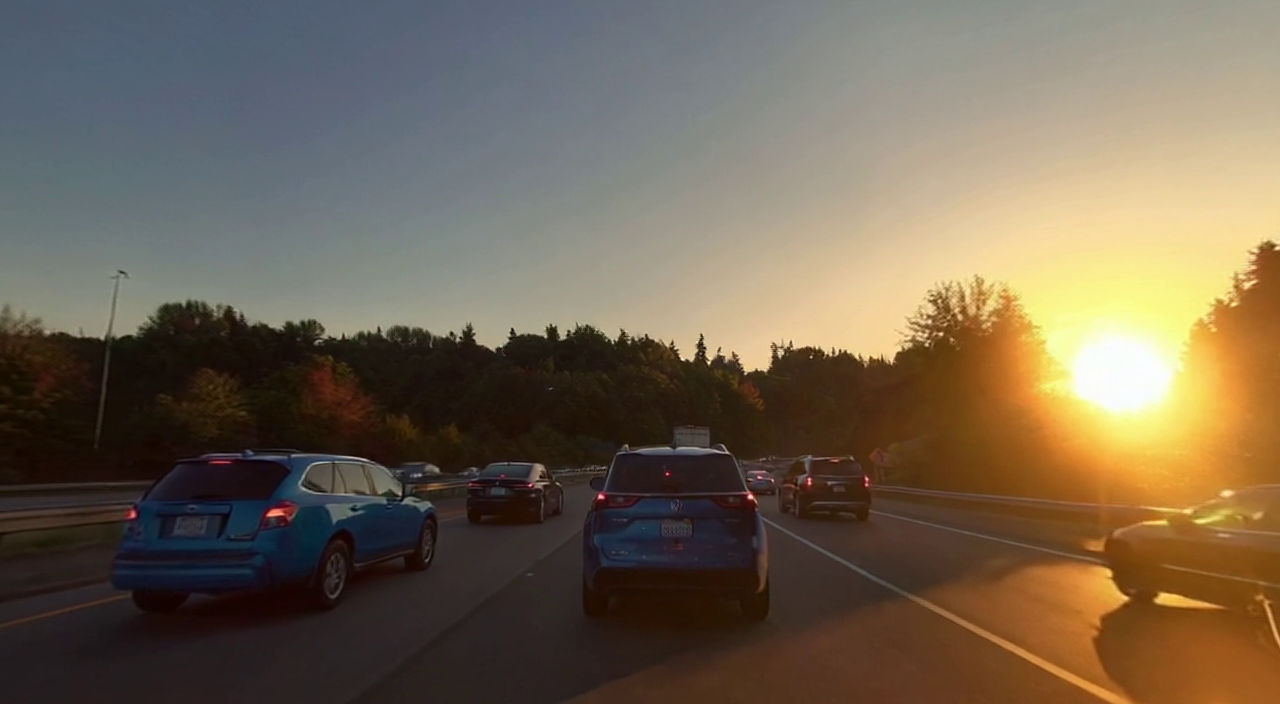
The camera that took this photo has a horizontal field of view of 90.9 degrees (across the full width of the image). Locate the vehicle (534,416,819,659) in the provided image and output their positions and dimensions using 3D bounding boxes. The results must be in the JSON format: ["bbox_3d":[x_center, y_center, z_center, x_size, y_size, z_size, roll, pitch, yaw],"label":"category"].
[{"bbox_3d":[0.284,1.735,6.746,2.057,1.725,4.126,1,-11,0],"label":"vehicle"}]

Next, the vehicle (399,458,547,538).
[{"bbox_3d":[-3.556,3.236,14.447,1.960,1.502,4.593,0,-11,2],"label":"vehicle"}]

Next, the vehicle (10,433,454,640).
[{"bbox_3d":[-3.803,1.822,7.073,1.994,1.556,4.263,0,-11,2],"label":"vehicle"}]

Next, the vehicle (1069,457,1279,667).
[{"bbox_3d":[5.421,1.453,4.281,1.919,1.437,4.436,1,-11,1],"label":"vehicle"}]

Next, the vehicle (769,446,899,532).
[{"bbox_3d":[4.773,3.461,16.268,1.984,1.876,4.287,1,-11,0],"label":"vehicle"}]
